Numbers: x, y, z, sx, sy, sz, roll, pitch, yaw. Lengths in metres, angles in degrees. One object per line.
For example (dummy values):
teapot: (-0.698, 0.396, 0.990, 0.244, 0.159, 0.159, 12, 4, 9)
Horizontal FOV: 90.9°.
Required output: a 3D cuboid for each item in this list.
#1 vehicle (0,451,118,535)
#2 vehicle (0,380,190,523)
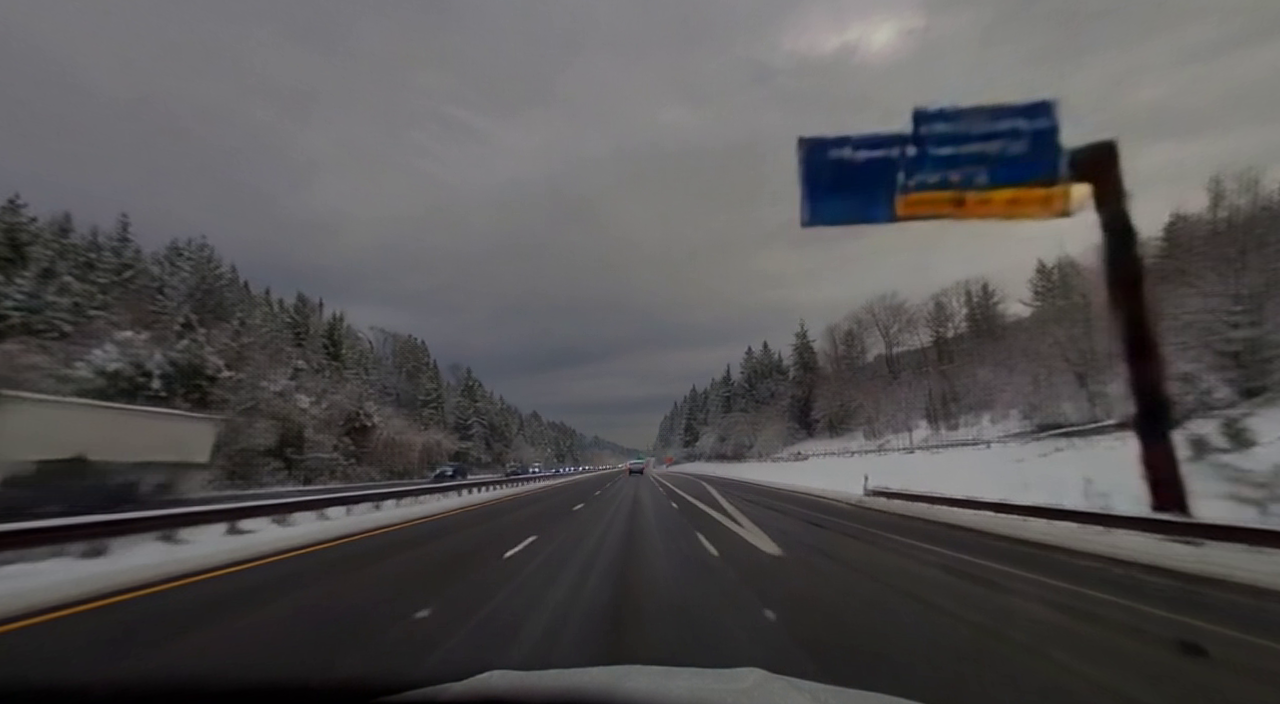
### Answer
vehicle: (-12.464, 2.562, 11.542, 1.901, 1.489, 4.490, 1, -10, 0)
vehicle: (-17.186, 2.601, 16.361, 2.711, 3.469, 11.278, 1, -10, -1)
